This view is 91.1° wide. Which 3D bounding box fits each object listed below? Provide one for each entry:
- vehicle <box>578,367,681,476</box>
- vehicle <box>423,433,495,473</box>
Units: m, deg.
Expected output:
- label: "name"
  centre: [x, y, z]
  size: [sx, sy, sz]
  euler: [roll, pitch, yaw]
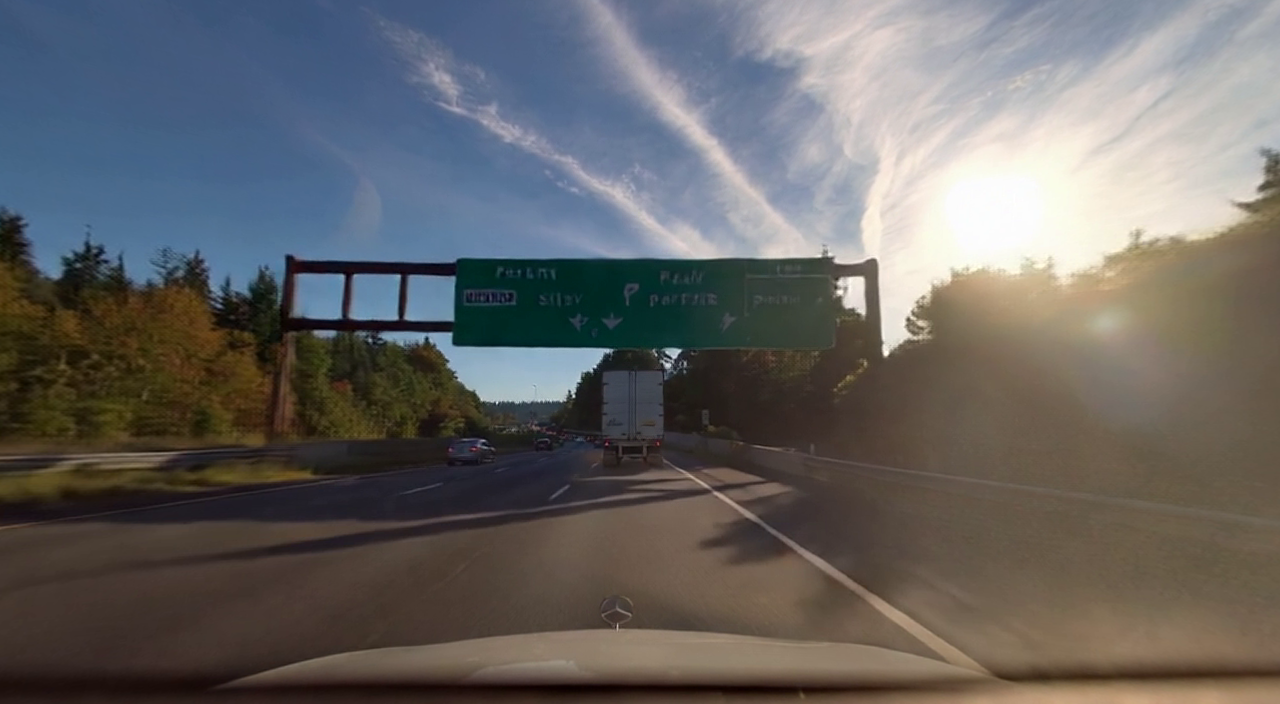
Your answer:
- label: "vehicle"
  centre: [-0.488, 3.129, 26.803]
  size: [3.033, 3.223, 14.836]
  euler: [3, -8, -1]
- label: "vehicle"
  centre: [-7.283, 4.063, 25.675]
  size: [1.856, 1.479, 3.710]
  euler: [0, -8, 0]
